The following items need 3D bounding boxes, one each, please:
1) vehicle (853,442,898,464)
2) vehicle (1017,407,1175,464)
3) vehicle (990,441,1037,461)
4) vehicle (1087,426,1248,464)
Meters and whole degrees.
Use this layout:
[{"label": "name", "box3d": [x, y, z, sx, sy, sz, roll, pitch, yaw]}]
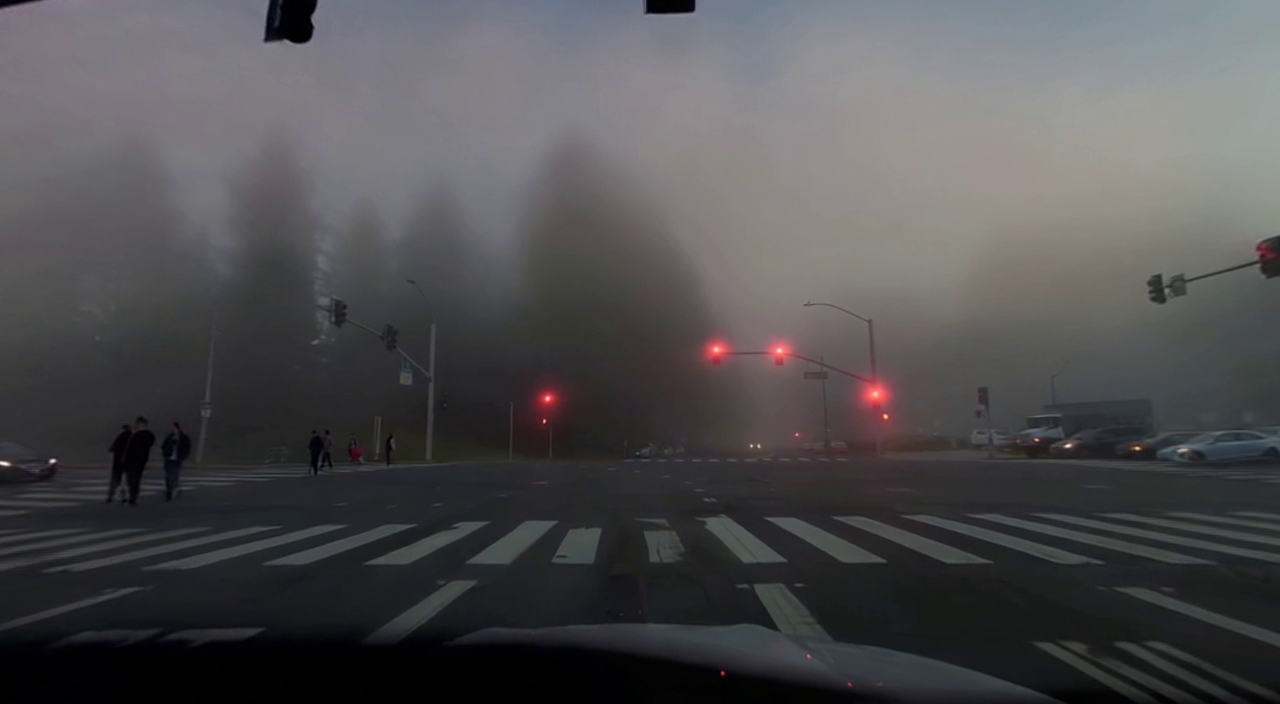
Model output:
[{"label": "vehicle", "box3d": [17.663, 7.567, 47.613, 1.789, 1.557, 4.293, 0, -8, 1]}, {"label": "vehicle", "box3d": [23.055, 4.253, 32.177, 5.855, 2.746, 2.523, -1, -9, 4]}, {"label": "vehicle", "box3d": [27.830, 7.384, 47.205, 1.589, 1.405, 3.633, -1, -9, 7]}, {"label": "vehicle", "box3d": [21.423, 3.819, 25.809, 4.740, 1.464, 1.876, -1, -9, 3]}]
